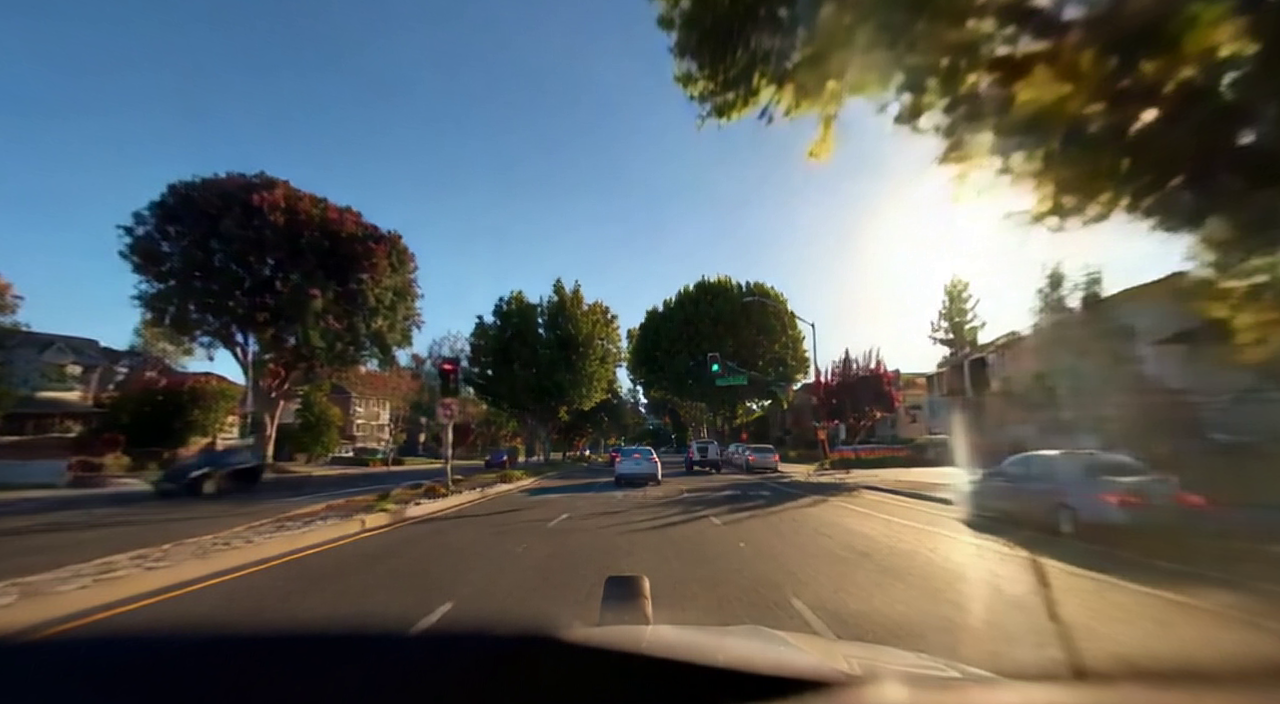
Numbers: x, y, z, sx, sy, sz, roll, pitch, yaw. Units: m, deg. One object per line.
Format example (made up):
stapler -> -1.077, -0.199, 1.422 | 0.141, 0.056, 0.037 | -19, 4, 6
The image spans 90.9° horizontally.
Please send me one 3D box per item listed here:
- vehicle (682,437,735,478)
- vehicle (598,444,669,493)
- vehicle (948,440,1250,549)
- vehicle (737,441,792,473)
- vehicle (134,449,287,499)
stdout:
vehicle -> 3.264, 5.149, 31.003 | 2.073, 1.822, 4.276 | 0, -8, 0
vehicle -> -0.213, 3.822, 21.099 | 2.140, 1.474, 4.026 | 0, -8, 0
vehicle -> 7.485, 2.311, 11.009 | 1.980, 1.497, 4.345 | 0, -8, 0
vehicle -> 7.582, 6.466, 38.865 | 2.184, 1.786, 5.497 | 1, -10, -1
vehicle -> -14.502, 4.104, 21.701 | 1.901, 1.468, 4.689 | 0, -8, 1
